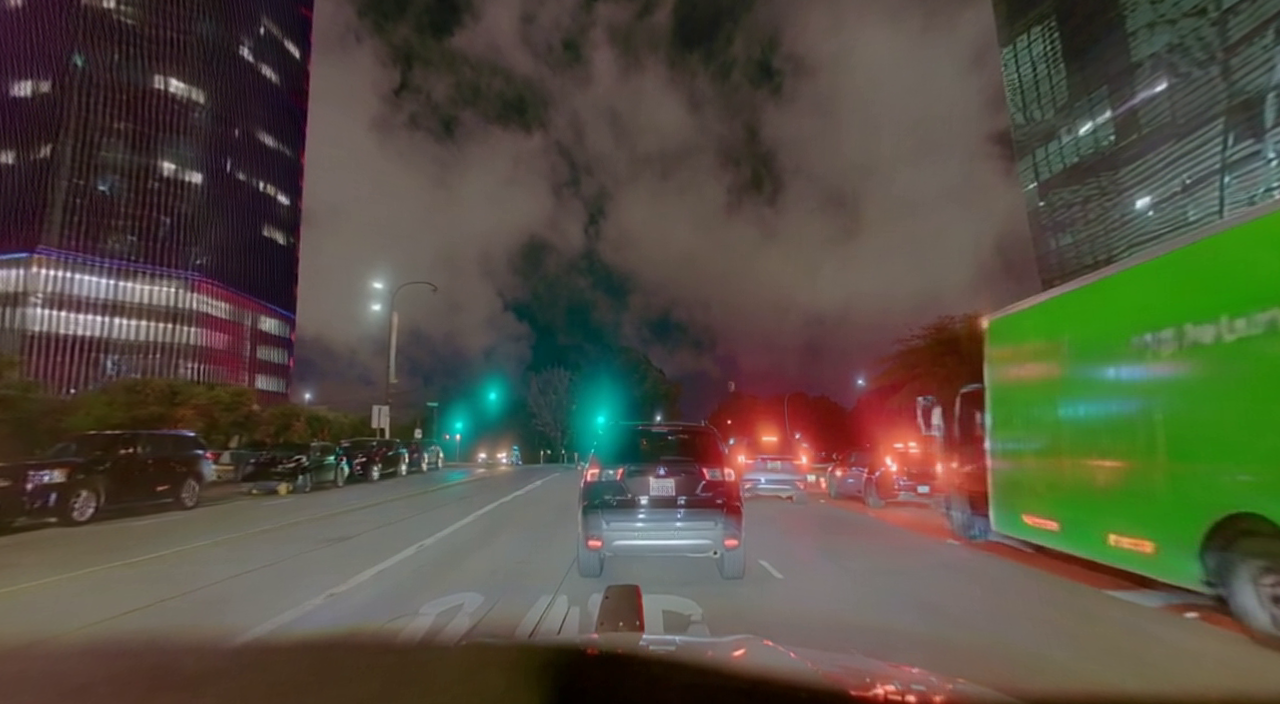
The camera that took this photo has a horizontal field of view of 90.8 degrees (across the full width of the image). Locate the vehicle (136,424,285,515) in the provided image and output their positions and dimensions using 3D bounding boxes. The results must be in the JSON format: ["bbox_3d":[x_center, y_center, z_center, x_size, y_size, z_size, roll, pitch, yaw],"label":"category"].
[{"bbox_3d":[-10.659,2.904,15.983,1.482,2.019,3.297,0,-9,-3],"label":"vehicle"}]

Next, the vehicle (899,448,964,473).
[{"bbox_3d":[22.460,8.316,48.720,4.211,1.820,2.094,-6,-10,33],"label":"vehicle"}]

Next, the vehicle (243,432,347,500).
[{"bbox_3d":[-10.952,3.602,20.342,1.559,1.973,3.419,1,-9,-4],"label":"vehicle"}]

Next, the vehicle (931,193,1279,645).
[{"bbox_3d":[6.136,0.756,6.331,3.113,3.116,7.650,-1,-8,3],"label":"vehicle"}]

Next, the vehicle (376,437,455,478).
[{"bbox_3d":[-11.634,5.504,33.248,2.338,1.963,5.740,0,-9,-3],"label":"vehicle"}]

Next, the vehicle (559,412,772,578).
[{"bbox_3d":[0.328,1.792,8.690,2.192,1.695,4.142,0,-8,2],"label":"vehicle"}]

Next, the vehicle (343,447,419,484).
[{"bbox_3d":[-11.226,4.934,27.726,1.791,1.463,4.210,0,-9,-4],"label":"vehicle"}]

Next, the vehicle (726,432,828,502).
[{"bbox_3d":[3.872,3.332,18.754,2.143,1.793,4.763,0,-8,3],"label":"vehicle"}]

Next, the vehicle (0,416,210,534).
[{"bbox_3d":[-10.325,2.310,12.331,1.543,1.946,3.454,1,-9,-5],"label":"vehicle"}]
